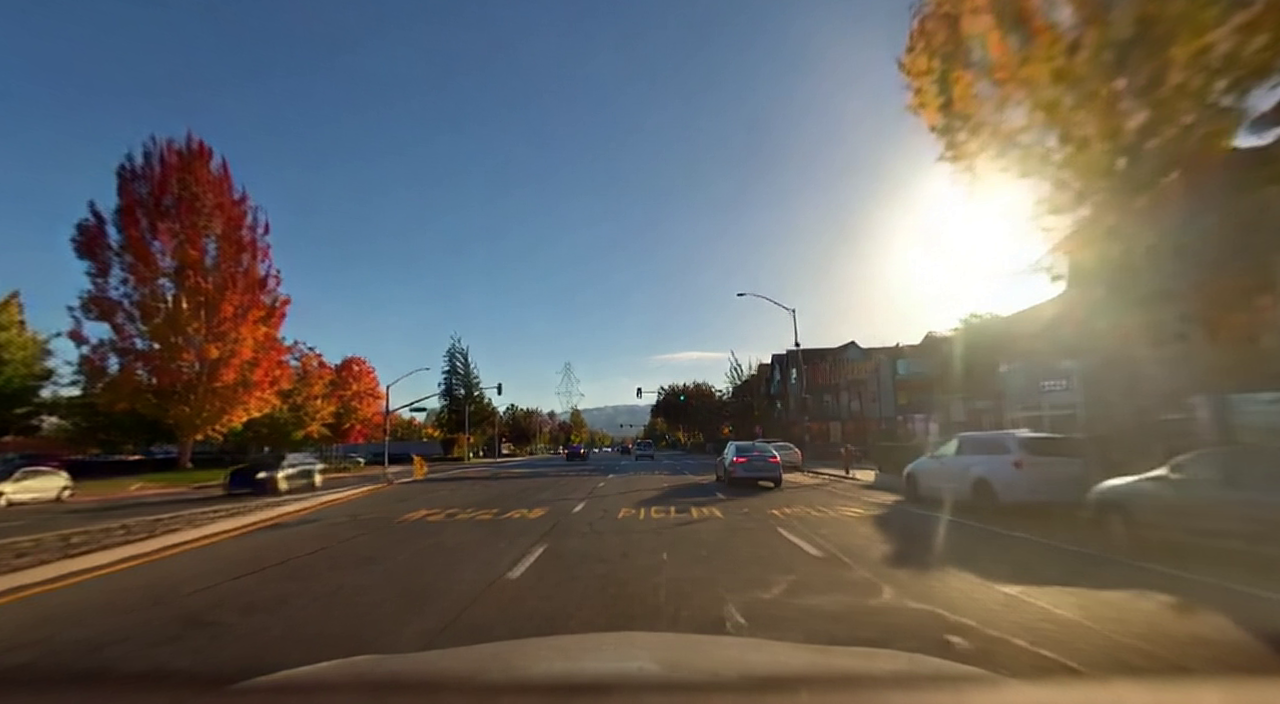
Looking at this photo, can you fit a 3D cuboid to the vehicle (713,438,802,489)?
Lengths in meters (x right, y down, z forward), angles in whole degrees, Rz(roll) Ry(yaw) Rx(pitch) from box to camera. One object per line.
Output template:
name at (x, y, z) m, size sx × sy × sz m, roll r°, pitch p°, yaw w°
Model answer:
vehicle at (3.848, 3.722, 21.430) m, size 2.178 × 1.546 × 4.311 m, roll 0°, pitch -8°, yaw 0°

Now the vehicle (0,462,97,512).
vehicle at (-22.130, 4.688, 22.029) m, size 1.930 × 1.542 × 4.817 m, roll 0°, pitch -8°, yaw 0°

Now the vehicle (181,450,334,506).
vehicle at (-11.844, 3.877, 19.961) m, size 1.988 × 1.508 × 4.650 m, roll 0°, pitch -8°, yaw -1°

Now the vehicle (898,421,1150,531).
vehicle at (7.395, 2.420, 12.952) m, size 2.128 × 1.804 × 4.825 m, roll 0°, pitch -8°, yaw 0°

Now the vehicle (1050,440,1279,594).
vehicle at (7.208, 1.784, 7.297) m, size 1.928 × 1.480 × 4.464 m, roll 0°, pitch -8°, yaw 1°

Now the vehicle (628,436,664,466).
vehicle at (0.377, 6.472, 41.405) m, size 2.239 × 1.856 × 4.815 m, roll 0°, pitch -8°, yaw 0°
